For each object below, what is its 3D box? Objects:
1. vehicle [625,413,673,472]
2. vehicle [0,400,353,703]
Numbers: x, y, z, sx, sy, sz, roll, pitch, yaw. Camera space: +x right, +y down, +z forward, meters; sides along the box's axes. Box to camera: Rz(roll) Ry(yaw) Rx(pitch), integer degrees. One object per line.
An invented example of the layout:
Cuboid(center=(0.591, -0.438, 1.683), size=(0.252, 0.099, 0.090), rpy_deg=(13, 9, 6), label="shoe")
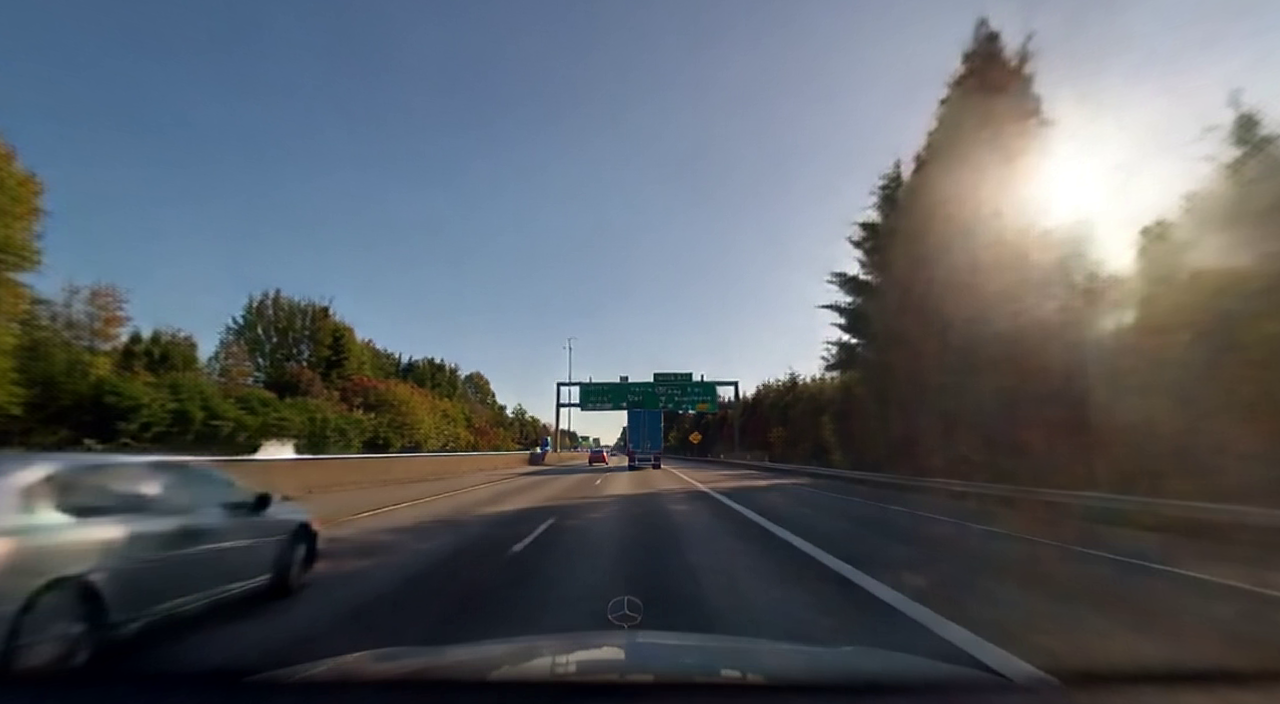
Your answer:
Cuboid(center=(0.441, 6.337, 43.727), size=(2.893, 3.628, 9.081), rpy_deg=(0, -9, -2), label="vehicle")
Cuboid(center=(-3.873, 1.089, 3.472), size=(2.114, 1.523, 5.110), rpy_deg=(0, -9, 1), label="vehicle")
